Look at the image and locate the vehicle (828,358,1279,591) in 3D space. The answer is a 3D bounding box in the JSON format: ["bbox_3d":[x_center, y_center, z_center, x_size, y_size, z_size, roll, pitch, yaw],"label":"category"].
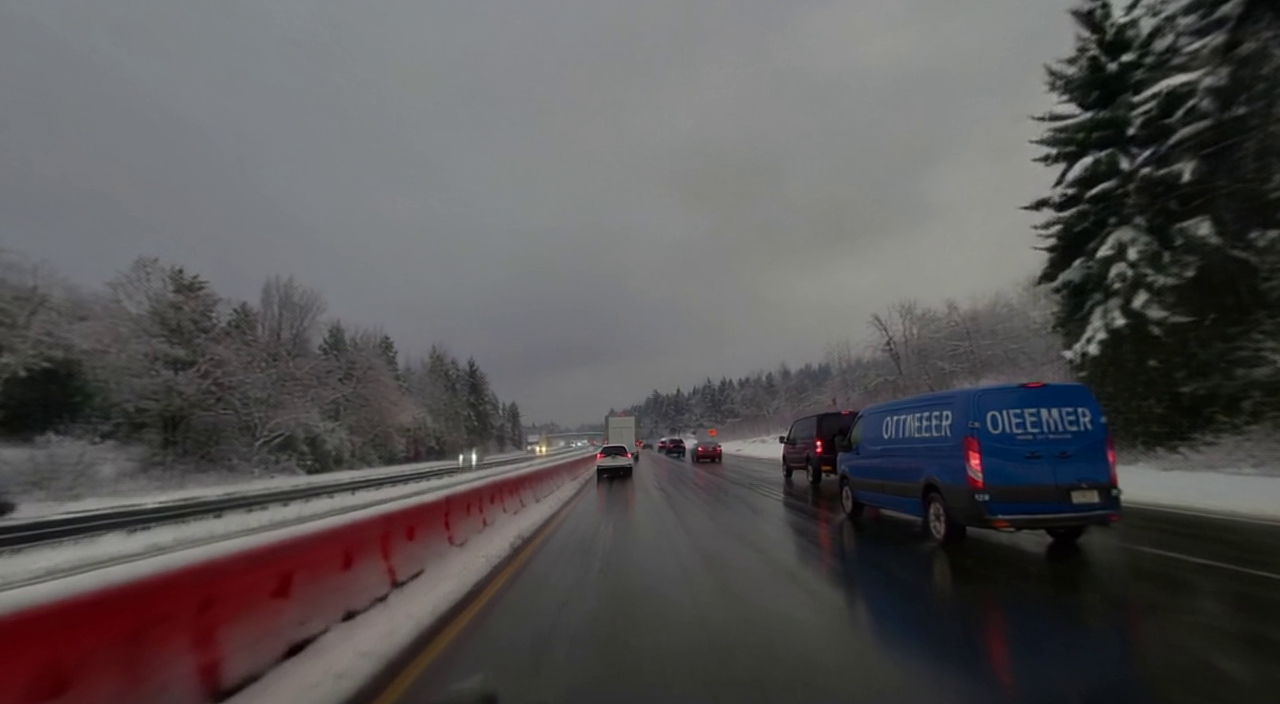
[{"bbox_3d":[4.427,1.412,8.102,2.223,2.008,5.121,0,-8,-2],"label":"vehicle"}]

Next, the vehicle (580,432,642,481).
[{"bbox_3d":[-1.046,3.839,23.378,2.100,1.636,3.620,0,-8,-2],"label":"vehicle"}]
